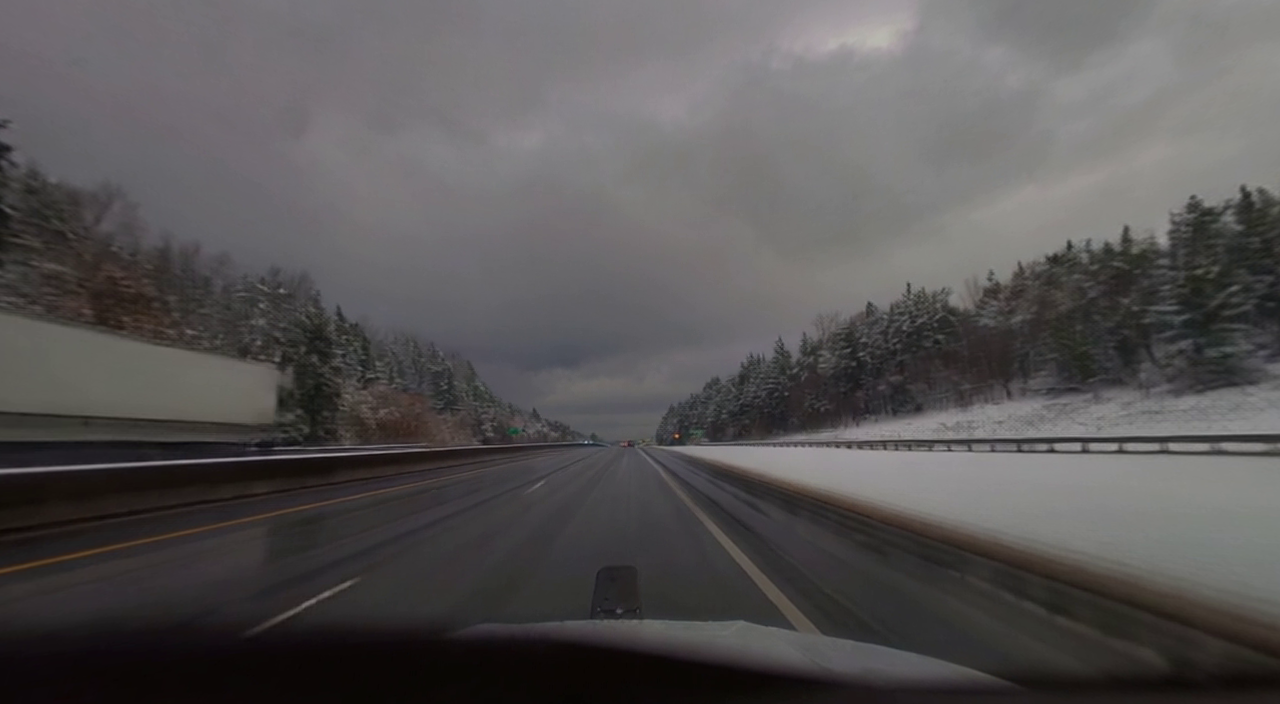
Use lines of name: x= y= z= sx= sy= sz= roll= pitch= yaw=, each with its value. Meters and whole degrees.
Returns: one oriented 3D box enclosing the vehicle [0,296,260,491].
vehicle: x=-15.193 y=1.169 z=15.342 sx=3.113 sy=4.106 sz=14.185 roll=0 pitch=-8 yaw=-1
